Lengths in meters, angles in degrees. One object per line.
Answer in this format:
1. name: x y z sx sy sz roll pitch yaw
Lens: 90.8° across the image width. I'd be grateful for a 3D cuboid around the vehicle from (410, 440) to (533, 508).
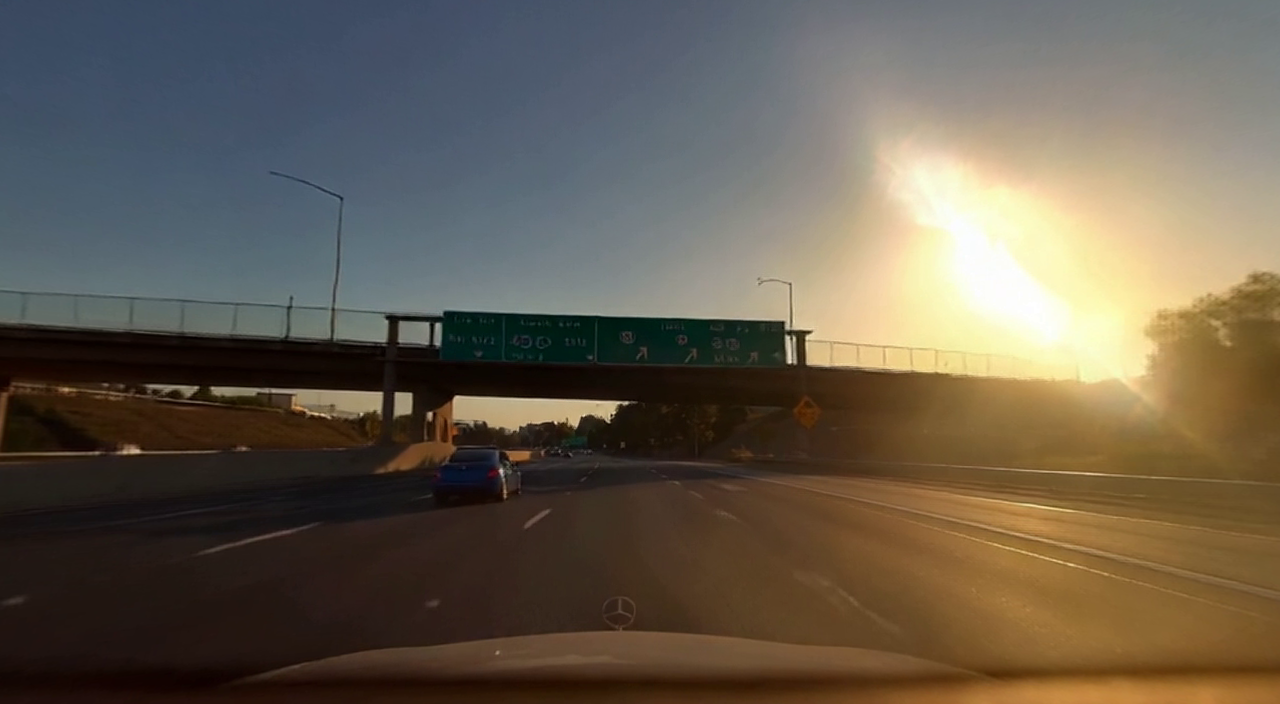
1. vehicle: -4.164 3.078 16.416 2.050 1.507 4.316 0 -9 -1
